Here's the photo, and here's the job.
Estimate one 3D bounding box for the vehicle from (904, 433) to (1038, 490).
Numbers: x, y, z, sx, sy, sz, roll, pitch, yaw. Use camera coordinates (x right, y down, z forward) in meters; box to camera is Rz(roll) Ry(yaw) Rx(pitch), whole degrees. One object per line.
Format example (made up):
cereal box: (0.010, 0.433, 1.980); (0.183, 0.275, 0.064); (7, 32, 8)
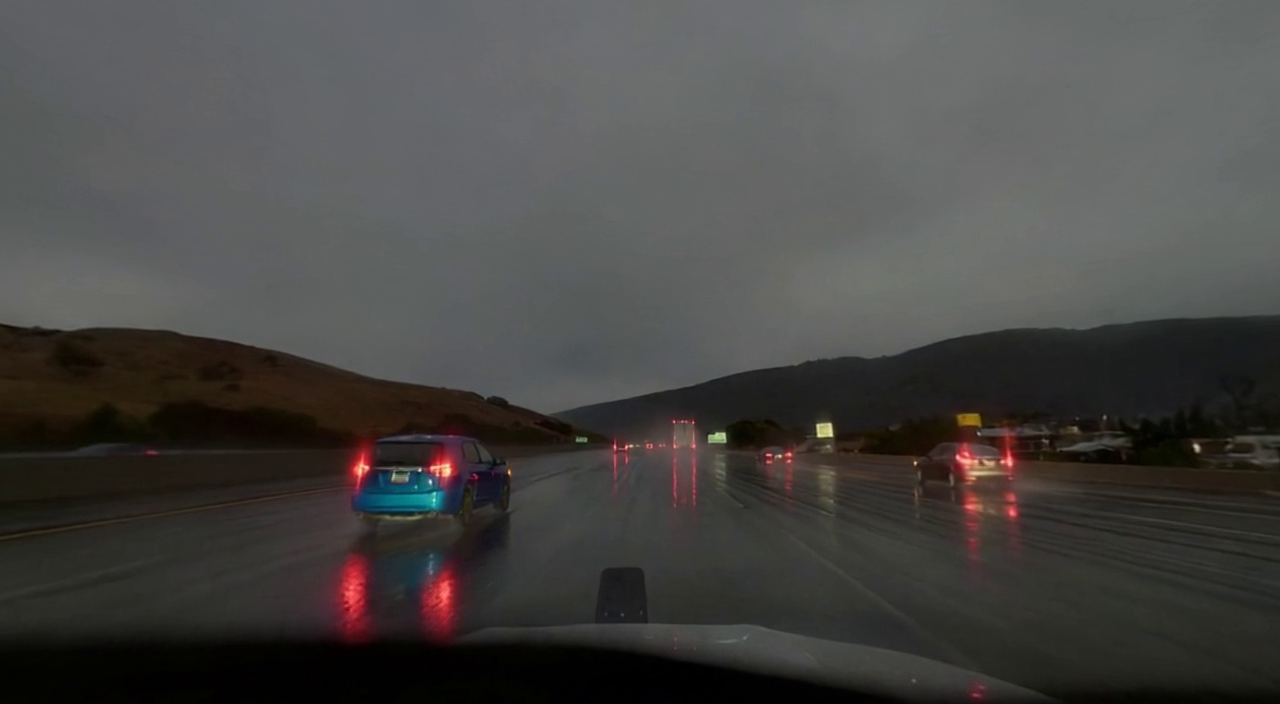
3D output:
vehicle: (11.145, 3.701, 21.601); (2.062, 1.736, 4.589); (0, -9, 0)

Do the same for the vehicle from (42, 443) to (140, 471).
vehicle: (-33.462, 6.381, 38.447); (1.925, 1.605, 4.404); (0, -9, 2)

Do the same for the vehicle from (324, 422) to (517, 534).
vehicle: (-3.595, 2.136, 11.155); (1.967, 1.615, 3.886); (0, -8, 1)
